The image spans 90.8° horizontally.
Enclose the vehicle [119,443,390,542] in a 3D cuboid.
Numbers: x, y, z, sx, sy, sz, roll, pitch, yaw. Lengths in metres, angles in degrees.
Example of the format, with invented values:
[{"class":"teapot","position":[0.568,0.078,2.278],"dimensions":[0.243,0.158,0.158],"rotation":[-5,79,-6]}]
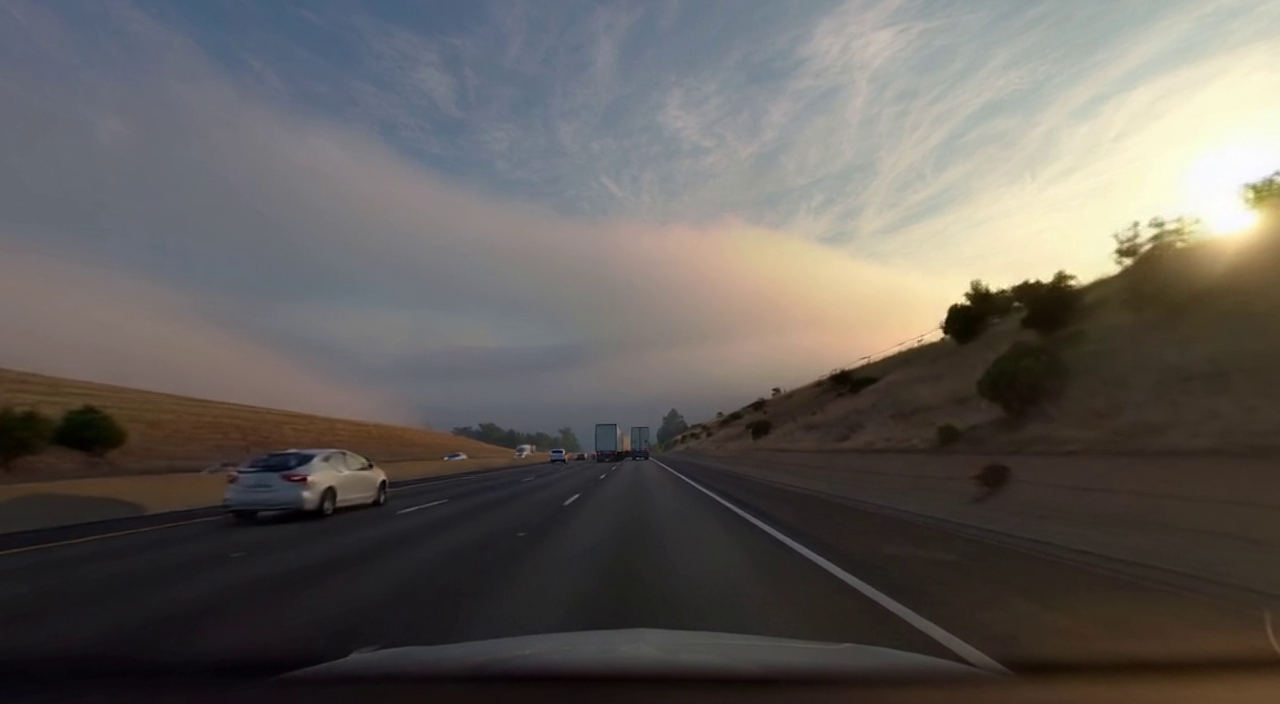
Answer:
[{"class":"vehicle","position":[-6.850,2.532,12.120],"dimensions":[2.036,1.474,5.011],"rotation":[0,-9,0]}]
